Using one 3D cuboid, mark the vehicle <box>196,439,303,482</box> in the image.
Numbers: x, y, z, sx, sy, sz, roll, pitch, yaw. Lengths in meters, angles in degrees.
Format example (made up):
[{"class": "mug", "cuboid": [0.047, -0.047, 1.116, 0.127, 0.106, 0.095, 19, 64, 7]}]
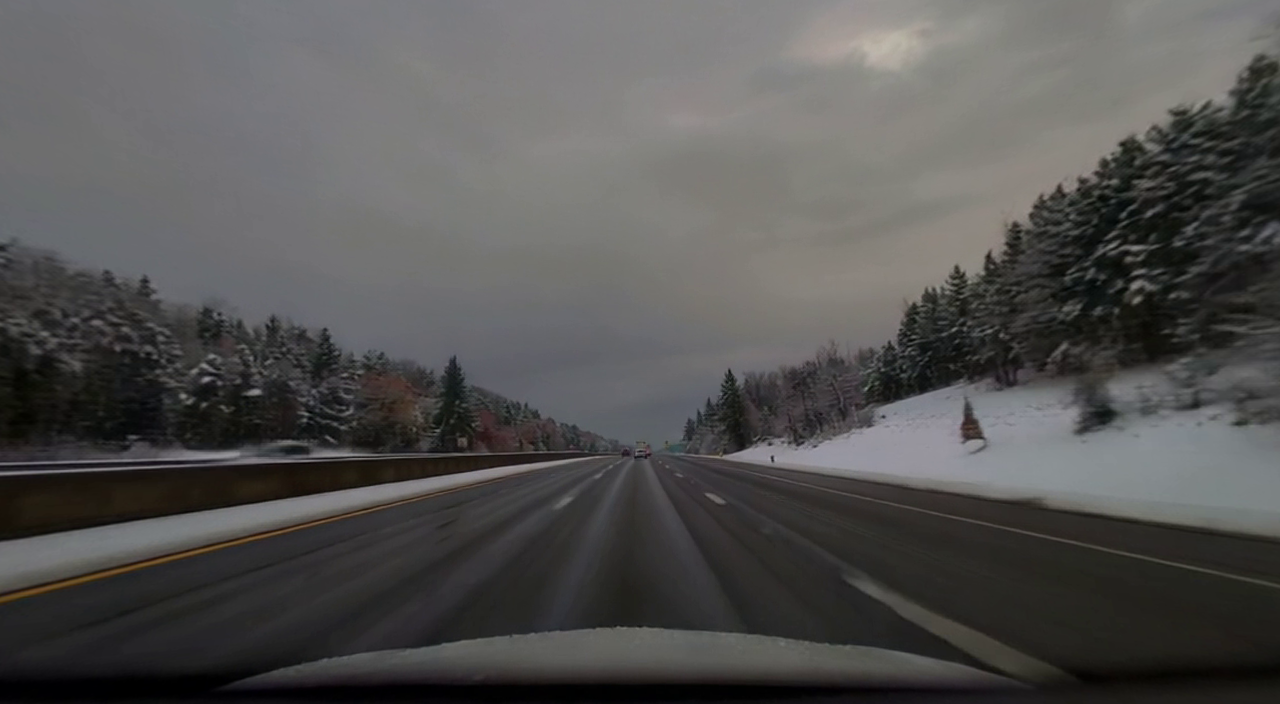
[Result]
[{"class": "vehicle", "cuboid": [-17.553, 4.889, 28.496, 1.977, 1.749, 4.318, -1, -9, 1]}]
